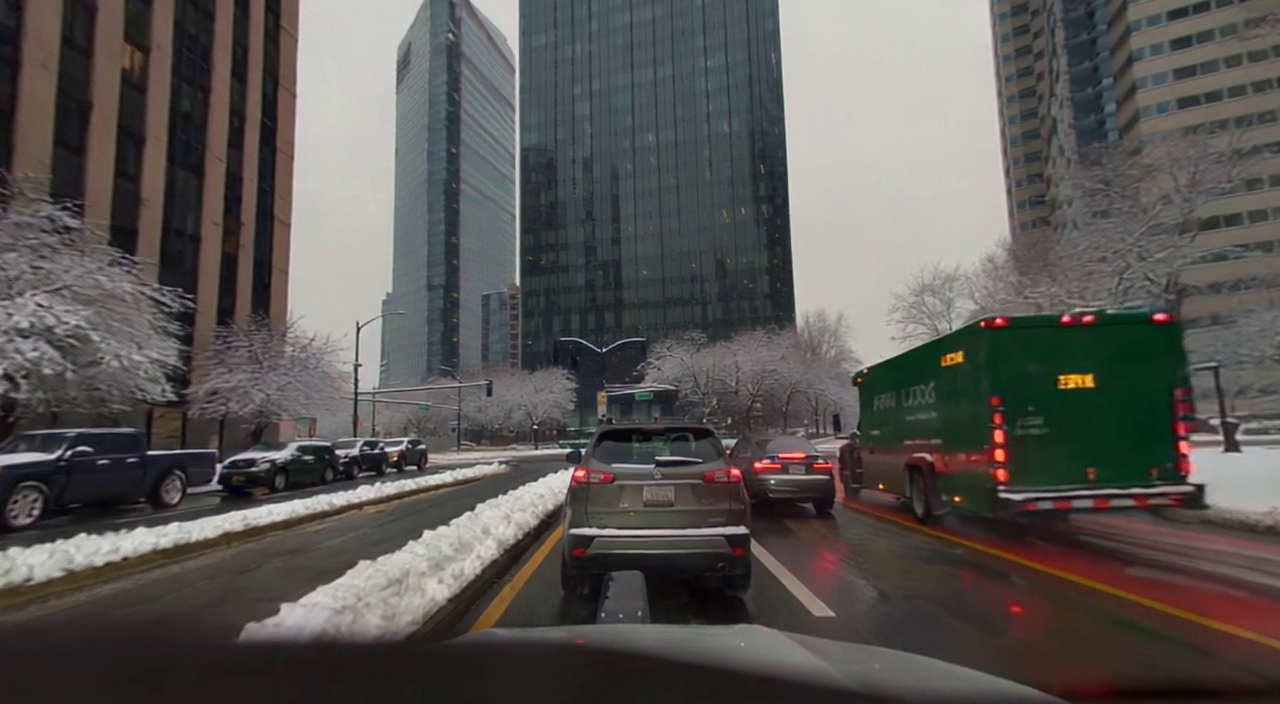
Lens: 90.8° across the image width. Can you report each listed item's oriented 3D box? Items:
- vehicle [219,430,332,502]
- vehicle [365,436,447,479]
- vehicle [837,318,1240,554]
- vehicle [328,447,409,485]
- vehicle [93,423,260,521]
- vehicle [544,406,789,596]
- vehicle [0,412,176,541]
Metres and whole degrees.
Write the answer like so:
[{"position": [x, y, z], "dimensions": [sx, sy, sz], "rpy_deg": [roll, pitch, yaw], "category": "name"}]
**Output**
[{"position": [-11.036, 3.448, 19.399], "dimensions": [1.559, 1.973, 3.419], "rpy_deg": [1, -9, -5], "category": "vehicle"}, {"position": [-11.770, 5.350, 32.299], "dimensions": [2.338, 1.963, 5.740], "rpy_deg": [0, -9, -4], "category": "vehicle"}, {"position": [6.443, 1.651, 12.280], "dimensions": [3.113, 3.116, 7.650], "rpy_deg": [0, -8, 3], "category": "vehicle"}, {"position": [-11.364, 4.781, 26.779], "dimensions": [1.791, 1.463, 4.210], "rpy_deg": [0, -9, -4], "category": "vehicle"}, {"position": [-10.718, 2.753, 14.938], "dimensions": [1.482, 2.019, 3.297], "rpy_deg": [0, -9, -3], "category": "vehicle"}, {"position": [0.293, 1.653, 7.842], "dimensions": [2.192, 1.695, 4.142], "rpy_deg": [0, -9, 2], "category": "vehicle"}, {"position": [-10.374, 2.151, 11.364], "dimensions": [1.543, 1.946, 3.454], "rpy_deg": [1, -9, -5], "category": "vehicle"}]
